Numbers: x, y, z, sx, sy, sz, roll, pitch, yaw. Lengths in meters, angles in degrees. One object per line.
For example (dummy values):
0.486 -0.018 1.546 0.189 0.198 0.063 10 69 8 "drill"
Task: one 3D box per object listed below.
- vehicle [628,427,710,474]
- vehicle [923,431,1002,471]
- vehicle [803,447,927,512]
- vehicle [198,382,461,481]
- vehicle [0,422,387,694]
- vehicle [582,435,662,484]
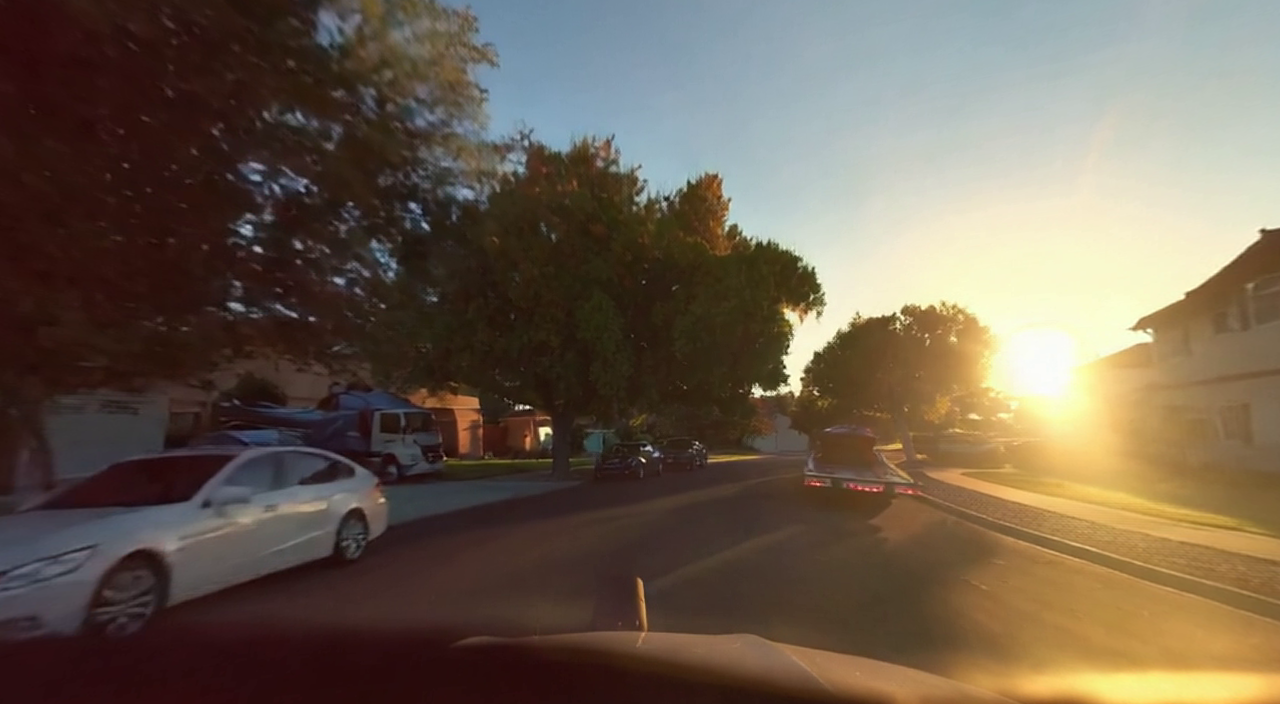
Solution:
1.694 5.263 33.684 2.632 2.249 6.179 -3 -9 20 "vehicle"
17.747 5.438 34.743 3.470 2.123 1.584 0 -7 3 "vehicle"
6.406 3.638 18.904 2.804 1.336 6.700 -1 -7 14 "vehicle"
-10.539 2.819 21.780 7.767 3.105 2.858 -2 -9 9 "vehicle"
-4.323 1.457 5.581 1.898 1.487 4.714 -1 -9 5 "vehicle"
-0.592 4.311 25.540 2.052 1.745 4.737 -2 -9 14 "vehicle"
